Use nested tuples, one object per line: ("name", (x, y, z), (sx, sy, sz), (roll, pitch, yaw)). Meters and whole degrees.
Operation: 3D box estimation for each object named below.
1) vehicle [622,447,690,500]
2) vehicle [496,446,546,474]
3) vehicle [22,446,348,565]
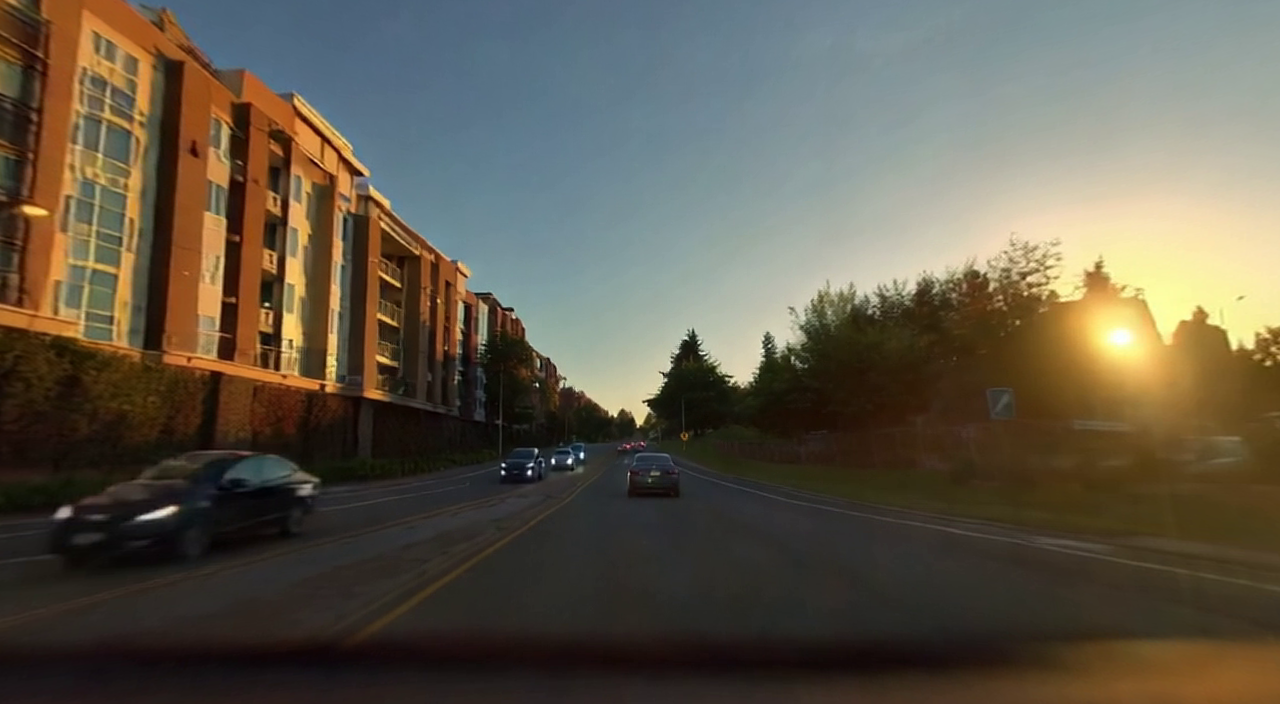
("vehicle", (0.438, 3.898, 20.482), (2.014, 1.525, 3.670), (0, -9, -1))
("vehicle", (-7.860, 7.190, 41.953), (2.171, 1.757, 4.706), (-1, -9, 3))
("vehicle", (-6.836, 2.308, 10.170), (2.018, 1.498, 4.168), (-1, -9, 2))
